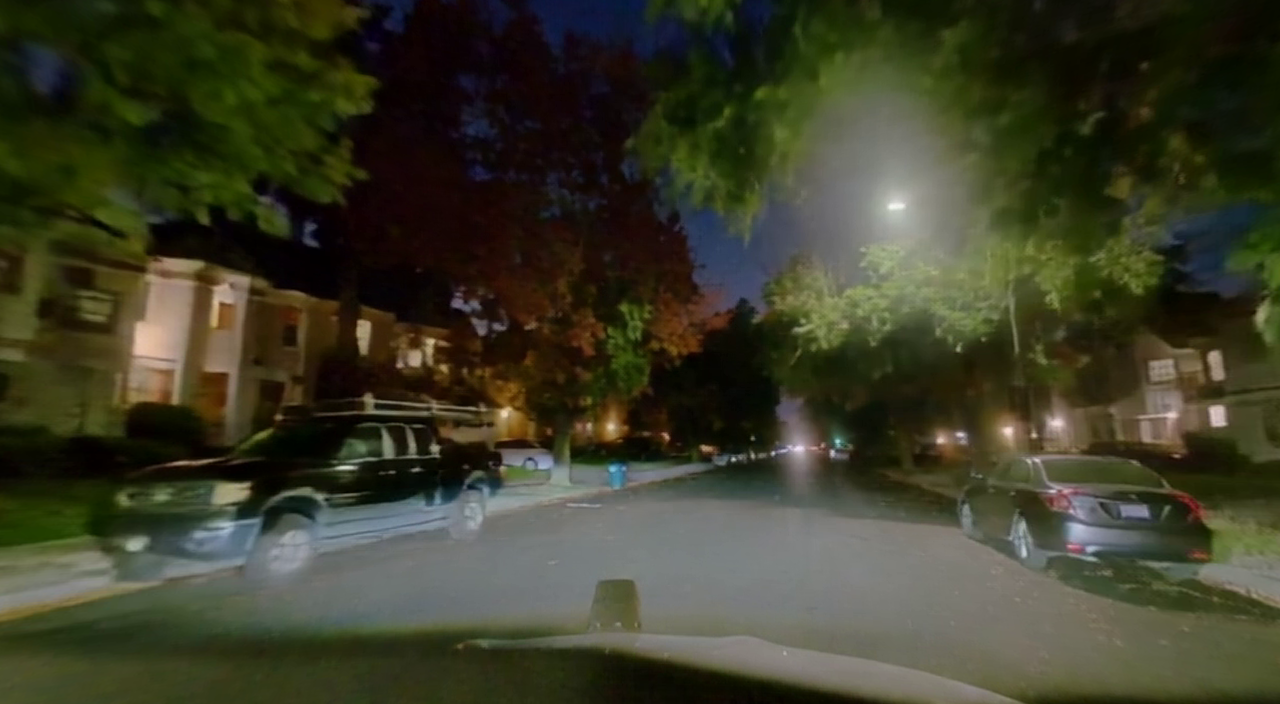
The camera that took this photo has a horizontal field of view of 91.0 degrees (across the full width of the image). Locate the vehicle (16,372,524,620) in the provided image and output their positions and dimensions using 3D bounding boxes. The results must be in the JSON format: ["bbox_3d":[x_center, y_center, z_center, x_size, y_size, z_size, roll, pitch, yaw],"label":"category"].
[{"bbox_3d":[-3.921,1.686,8.610,2.337,2.084,6.088,-3,-9,13],"label":"vehicle"}]

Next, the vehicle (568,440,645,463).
[{"bbox_3d":[-2.324,6.925,43.901,4.977,1.558,2.079,-2,-8,14],"label":"vehicle"}]

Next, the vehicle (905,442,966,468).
[{"bbox_3d":[20.913,7.294,44.688,3.647,1.784,1.650,-3,-8,16],"label":"vehicle"}]

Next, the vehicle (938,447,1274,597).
[{"bbox_3d":[5.779,2.052,8.733,1.959,1.431,4.647,-2,-8,13],"label":"vehicle"}]
